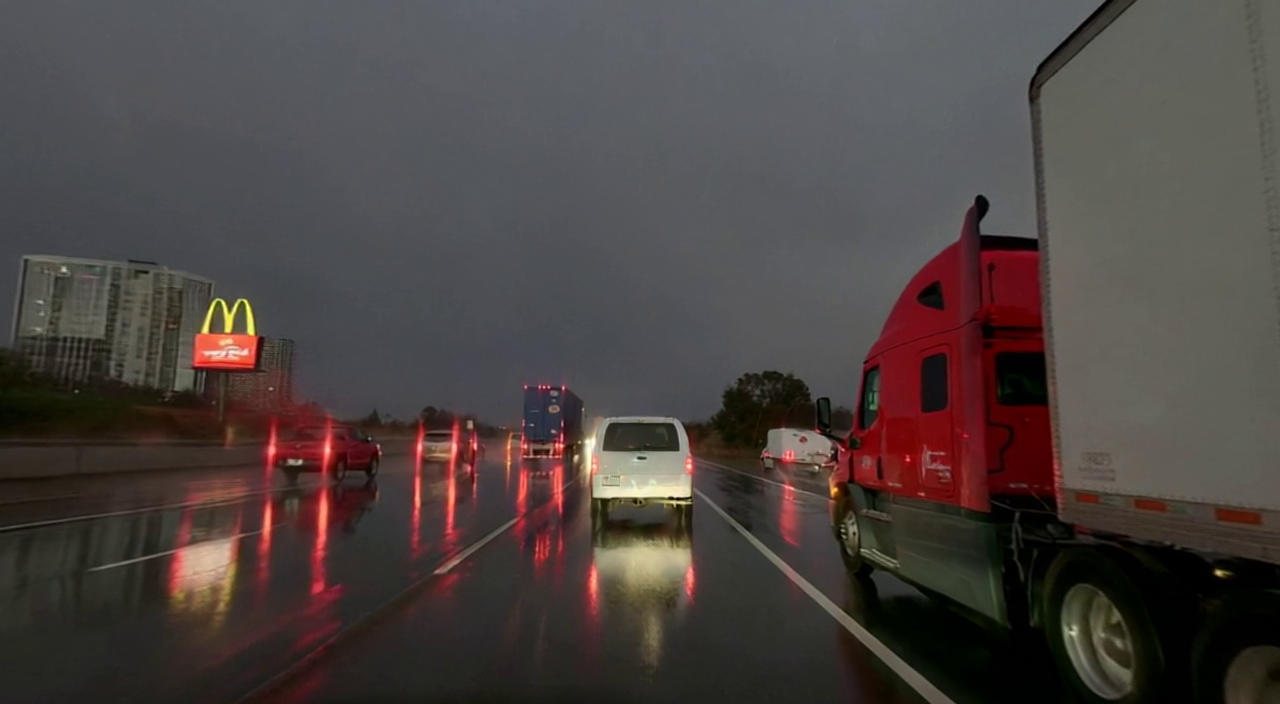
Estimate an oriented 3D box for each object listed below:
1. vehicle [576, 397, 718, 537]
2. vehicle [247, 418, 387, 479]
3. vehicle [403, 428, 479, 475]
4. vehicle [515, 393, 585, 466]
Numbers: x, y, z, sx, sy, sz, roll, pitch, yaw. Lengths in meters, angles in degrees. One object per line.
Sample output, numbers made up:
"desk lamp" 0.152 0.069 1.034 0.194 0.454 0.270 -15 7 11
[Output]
"vehicle" 0.040 1.885 10.768 1.947 1.910 4.040 0 -9 -2
"vehicle" -11.876 3.627 23.820 2.240 1.995 5.854 0 -9 -1
"vehicle" -7.972 4.035 25.679 1.854 1.740 4.151 0 -9 -2
"vehicle" -4.723 4.373 34.753 2.814 3.513 8.529 0 -9 -2
